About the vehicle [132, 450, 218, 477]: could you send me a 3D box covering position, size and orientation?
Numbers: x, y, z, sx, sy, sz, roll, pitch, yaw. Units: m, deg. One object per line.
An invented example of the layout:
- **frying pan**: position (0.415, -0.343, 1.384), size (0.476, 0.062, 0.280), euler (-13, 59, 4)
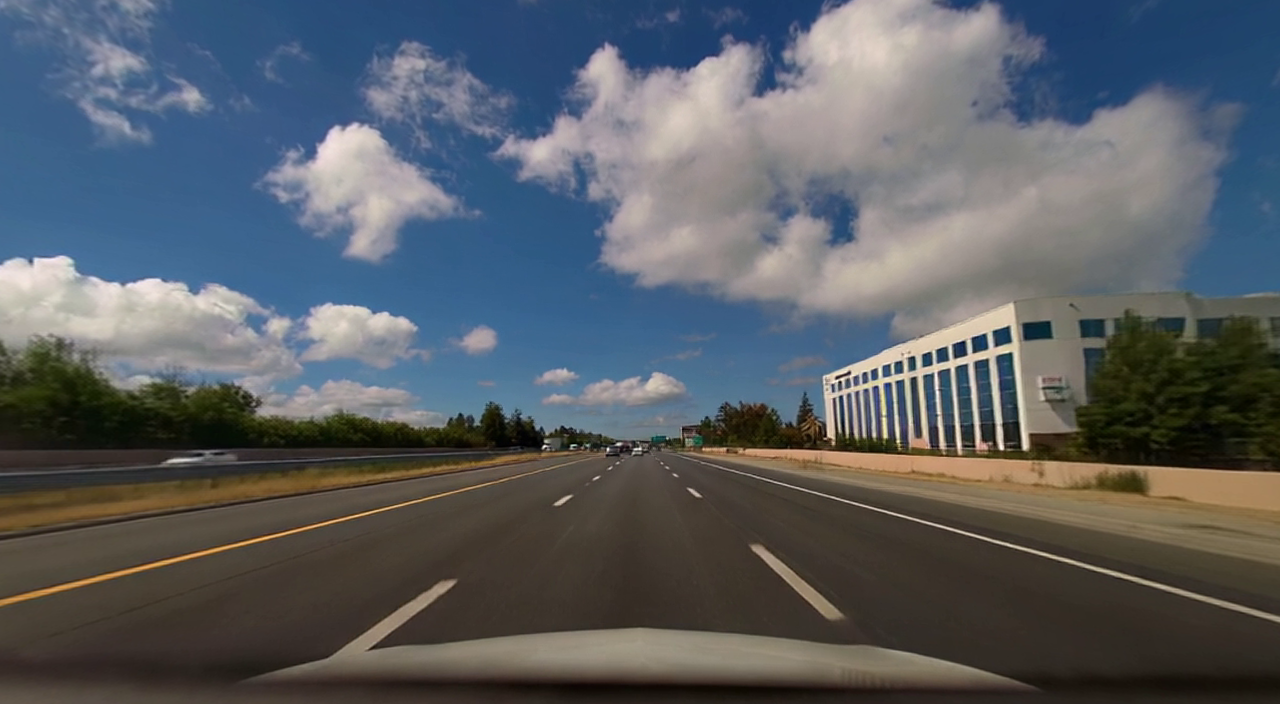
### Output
- **vehicle**: position (-28.797, 6.897, 39.161), size (1.859, 1.499, 4.471), euler (0, -9, 1)
